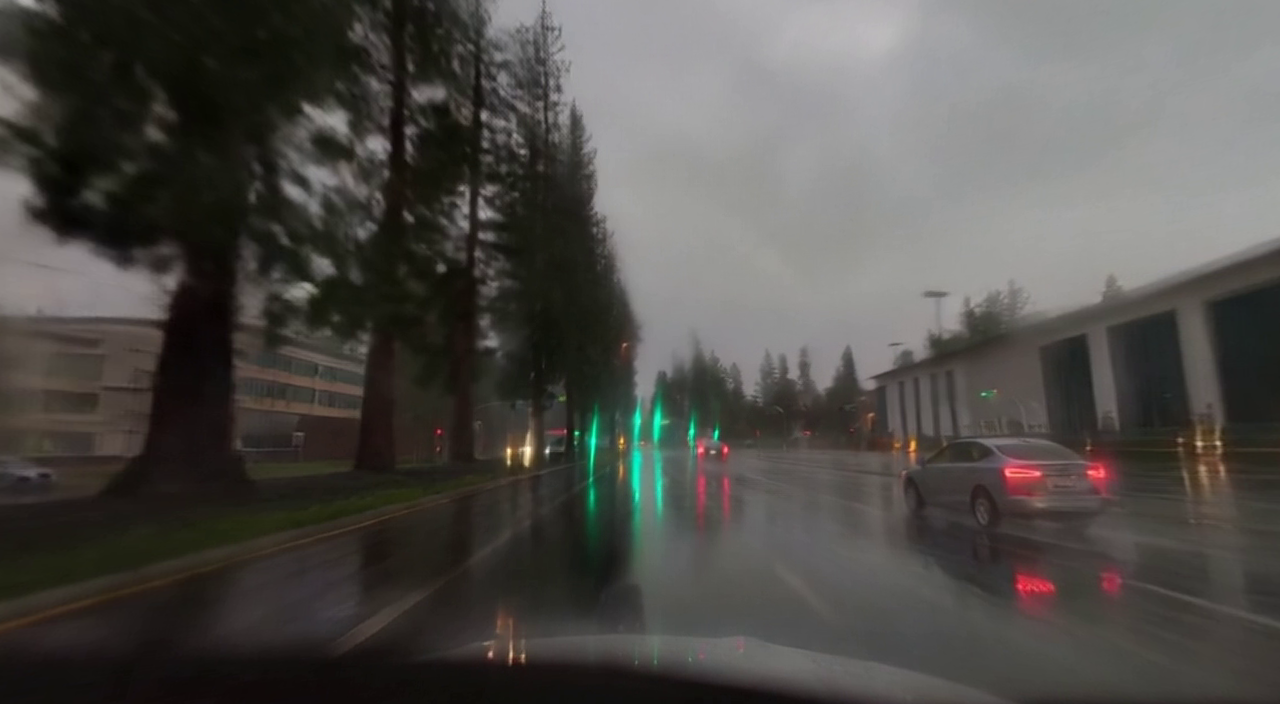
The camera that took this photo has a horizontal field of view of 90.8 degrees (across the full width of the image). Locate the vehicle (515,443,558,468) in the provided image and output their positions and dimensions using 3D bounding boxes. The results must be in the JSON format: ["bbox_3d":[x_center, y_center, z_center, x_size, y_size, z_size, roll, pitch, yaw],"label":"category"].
[{"bbox_3d":[-6.587,6.623,40.641,1.970,1.483,4.269,0,-9,1],"label":"vehicle"}]

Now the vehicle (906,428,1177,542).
[{"bbox_3d":[6.706,2.248,11.295,2.000,1.618,4.238,0,-9,-1],"label":"vehicle"}]

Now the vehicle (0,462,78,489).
[{"bbox_3d":[-38.205,7.657,39.359,1.847,1.443,4.791,-1,-9,3],"label":"vehicle"}]

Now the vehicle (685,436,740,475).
[{"bbox_3d":[3.490,5.112,31.317,2.095,1.759,4.862,0,-9,-1],"label":"vehicle"}]
